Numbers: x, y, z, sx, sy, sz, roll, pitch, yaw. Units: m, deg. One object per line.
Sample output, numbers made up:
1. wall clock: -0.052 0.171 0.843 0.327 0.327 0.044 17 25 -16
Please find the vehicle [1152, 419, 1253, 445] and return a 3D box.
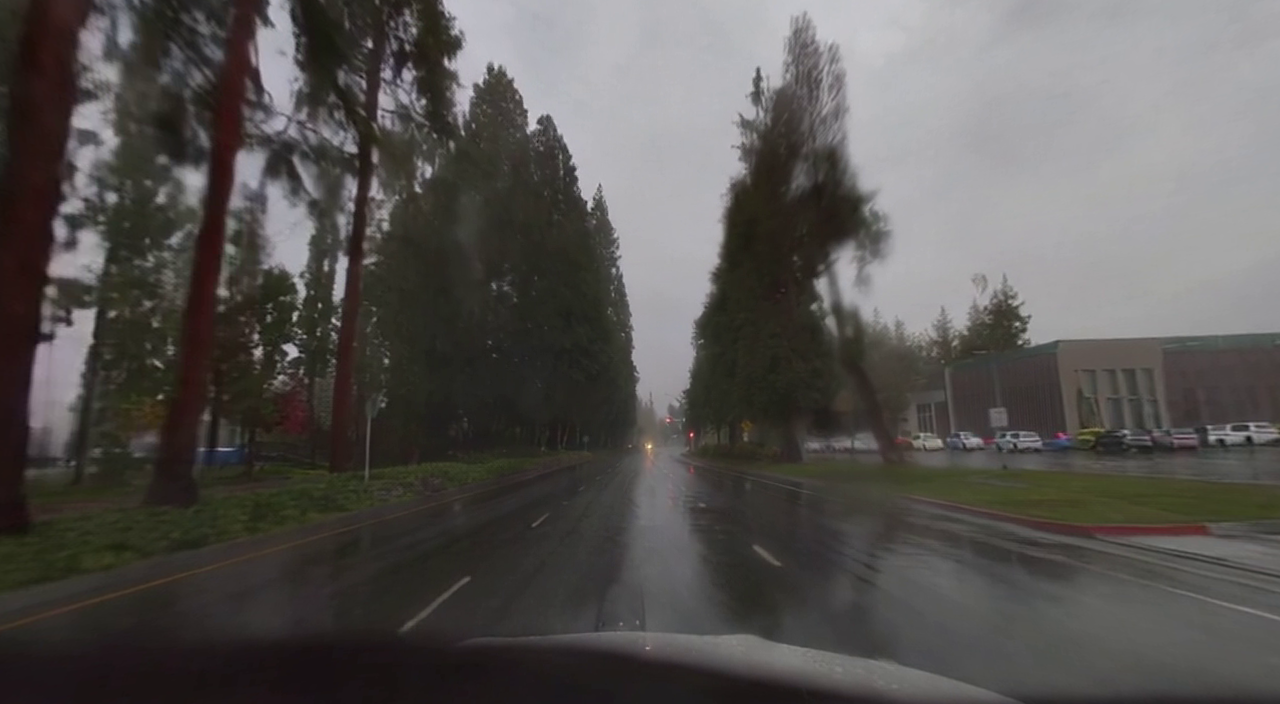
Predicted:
1. vehicle: 34.109 4.931 38.496 1.850 1.490 4.701 -1 -8 1
